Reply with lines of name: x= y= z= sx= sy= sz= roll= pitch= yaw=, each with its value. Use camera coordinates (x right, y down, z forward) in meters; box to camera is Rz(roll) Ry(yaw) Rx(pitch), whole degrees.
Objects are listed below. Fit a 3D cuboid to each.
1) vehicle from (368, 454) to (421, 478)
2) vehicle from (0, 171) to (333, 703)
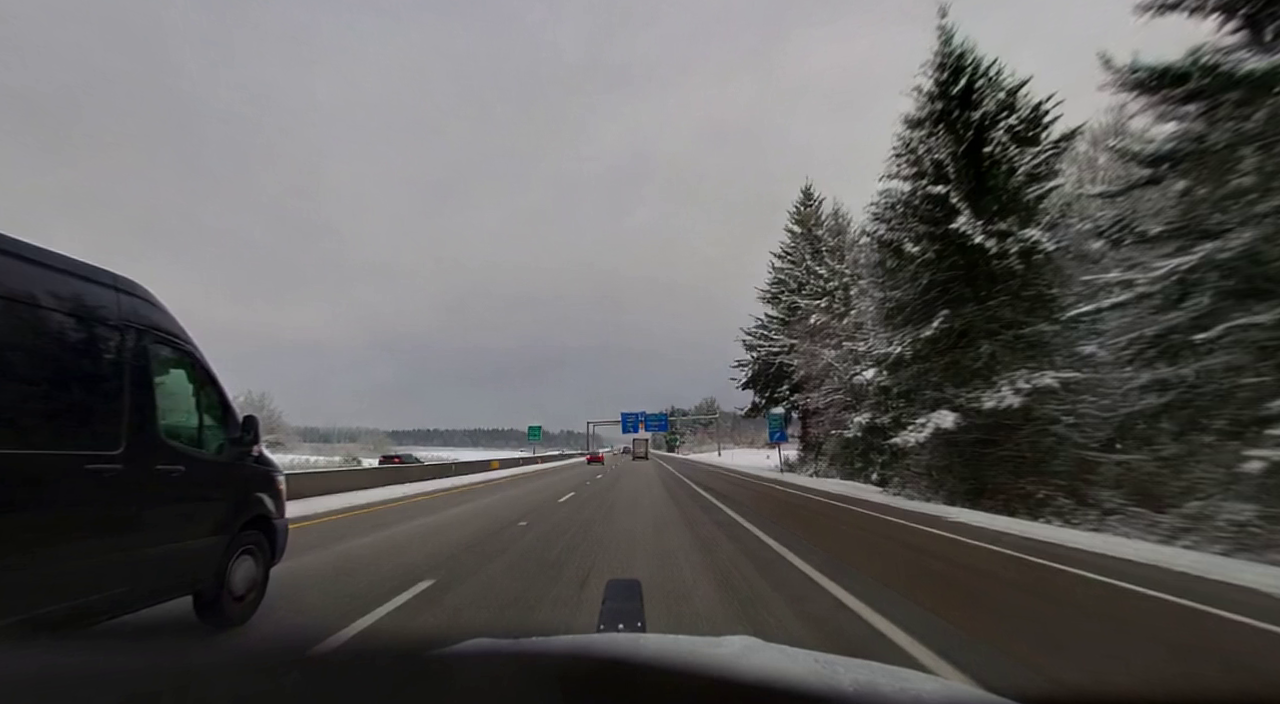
vehicle: x=-16.541 y=7.700 z=42.706 sx=1.840 sy=1.455 sz=4.357 roll=0 pitch=-9 yaw=0
vehicle: x=-4.177 y=0.418 z=2.552 sx=2.320 sy=2.636 sz=7.021 roll=0 pitch=-9 yaw=0
